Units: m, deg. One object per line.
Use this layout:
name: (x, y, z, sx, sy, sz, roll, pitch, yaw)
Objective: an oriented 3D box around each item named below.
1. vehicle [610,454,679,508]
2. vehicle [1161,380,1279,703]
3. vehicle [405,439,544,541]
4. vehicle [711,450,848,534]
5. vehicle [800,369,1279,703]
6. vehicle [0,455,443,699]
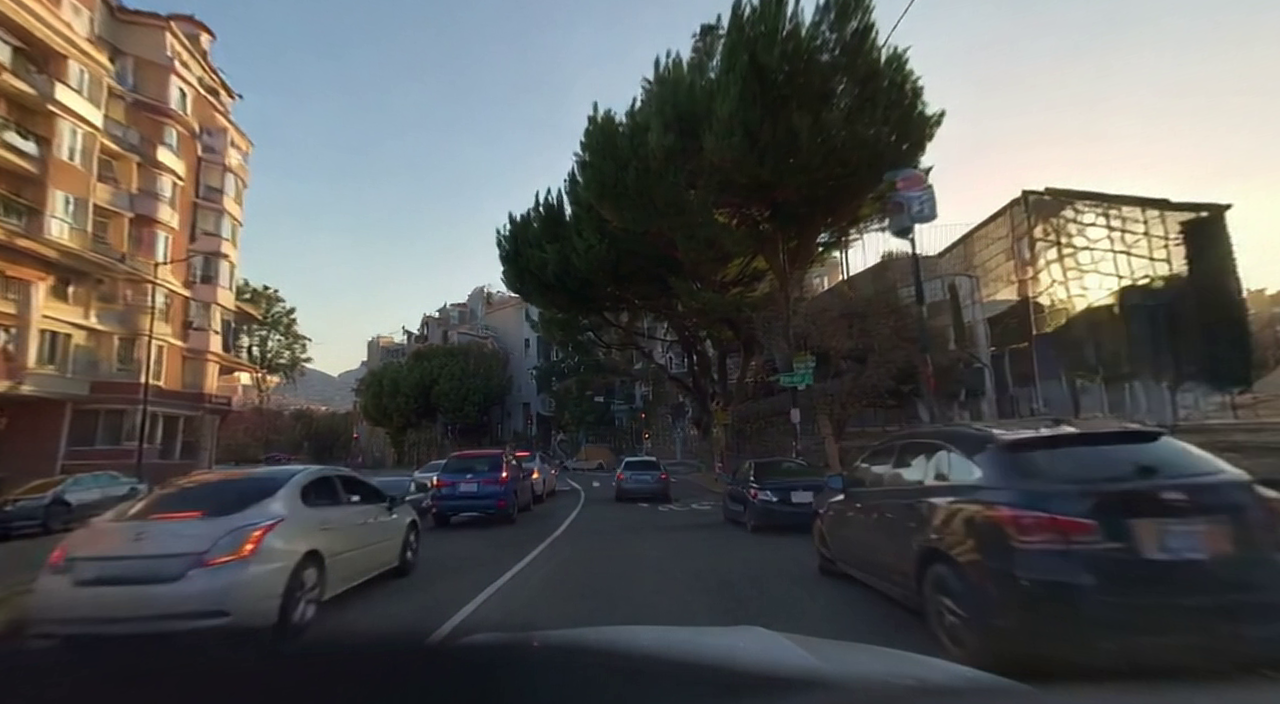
vehicle: (0.045, 4.069, 20.365, 2.026, 1.496, 3.701, 0, -8, -2)
vehicle: (2.962, 0.577, 0.191, 1.933, 1.501, 4.349, 0, -8, 1)
vehicle: (-2.933, 2.478, 11.869, 1.778, 1.638, 3.059, 0, -9, -1)
vehicle: (2.826, 2.934, 13.954, 1.943, 1.513, 4.510, 0, -9, -1)
vehicle: (2.976, 1.305, 5.339, 1.988, 1.779, 4.635, 0, -8, 0)
vehicle: (-3.286, 1.606, 5.614, 1.824, 1.306, 3.937, 0, -9, 0)
